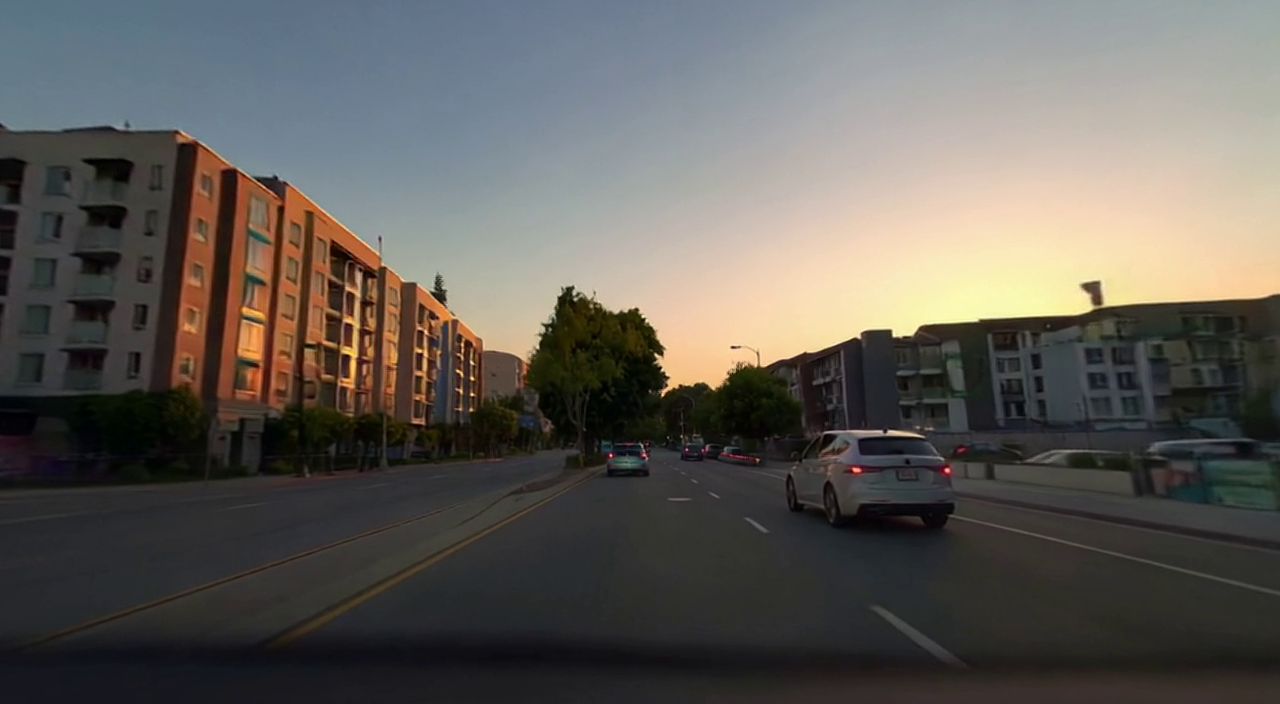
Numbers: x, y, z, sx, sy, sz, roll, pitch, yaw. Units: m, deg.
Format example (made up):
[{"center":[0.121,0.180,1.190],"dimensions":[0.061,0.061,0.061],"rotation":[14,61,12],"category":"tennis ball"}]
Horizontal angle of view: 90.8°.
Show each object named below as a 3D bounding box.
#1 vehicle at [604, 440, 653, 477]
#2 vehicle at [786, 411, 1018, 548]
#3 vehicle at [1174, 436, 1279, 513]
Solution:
[{"center":[-0.432,4.568,27.359],"dimensions":[2.006,1.487,3.535],"rotation":[0,-8,1],"category":"vehicle"},{"center":[3.810,1.926,10.112],"dimensions":[1.949,1.723,4.020],"rotation":[0,-8,0],"category":"vehicle"},{"center":[14.498,2.521,13.340],"dimensions":[4.607,1.466,2.053],"rotation":[0,-9,-3],"category":"vehicle"}]
